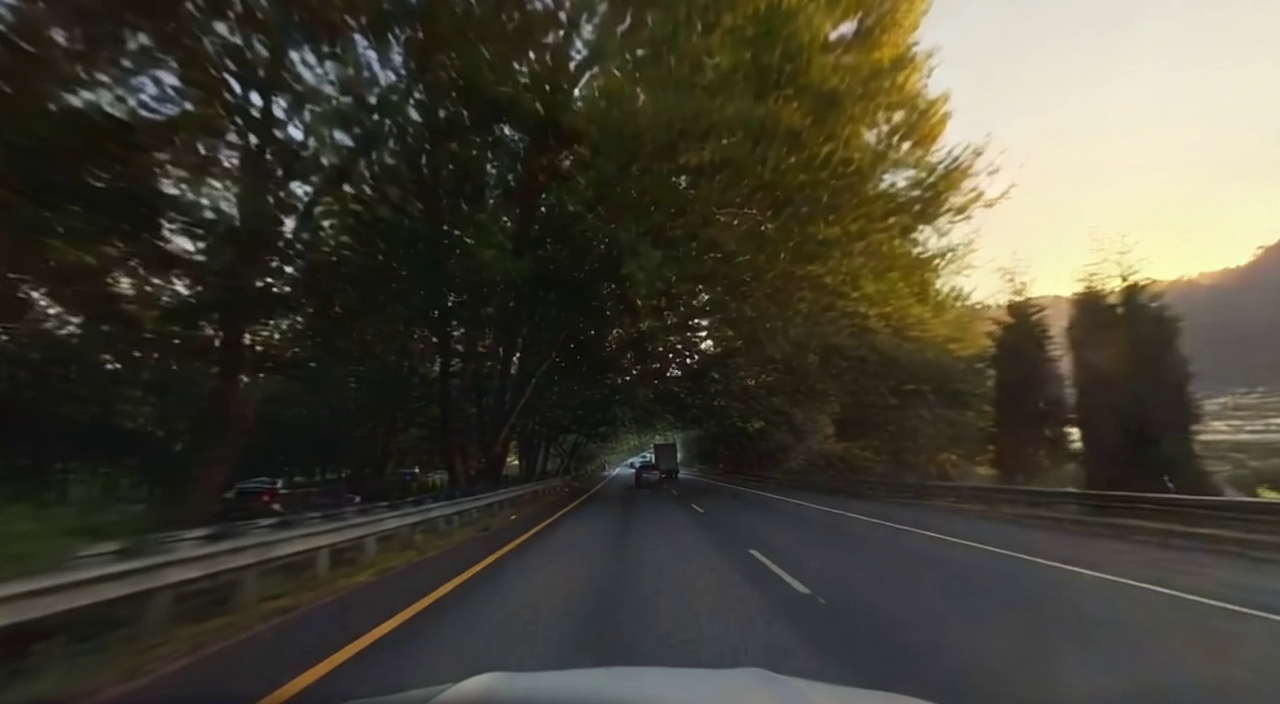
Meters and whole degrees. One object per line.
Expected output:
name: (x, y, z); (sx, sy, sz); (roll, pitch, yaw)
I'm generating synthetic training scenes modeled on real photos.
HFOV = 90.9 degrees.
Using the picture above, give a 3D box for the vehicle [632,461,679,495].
vehicle: (0.679, 6.007, 30.204); (1.976, 1.467, 3.783); (1, -10, -2)
